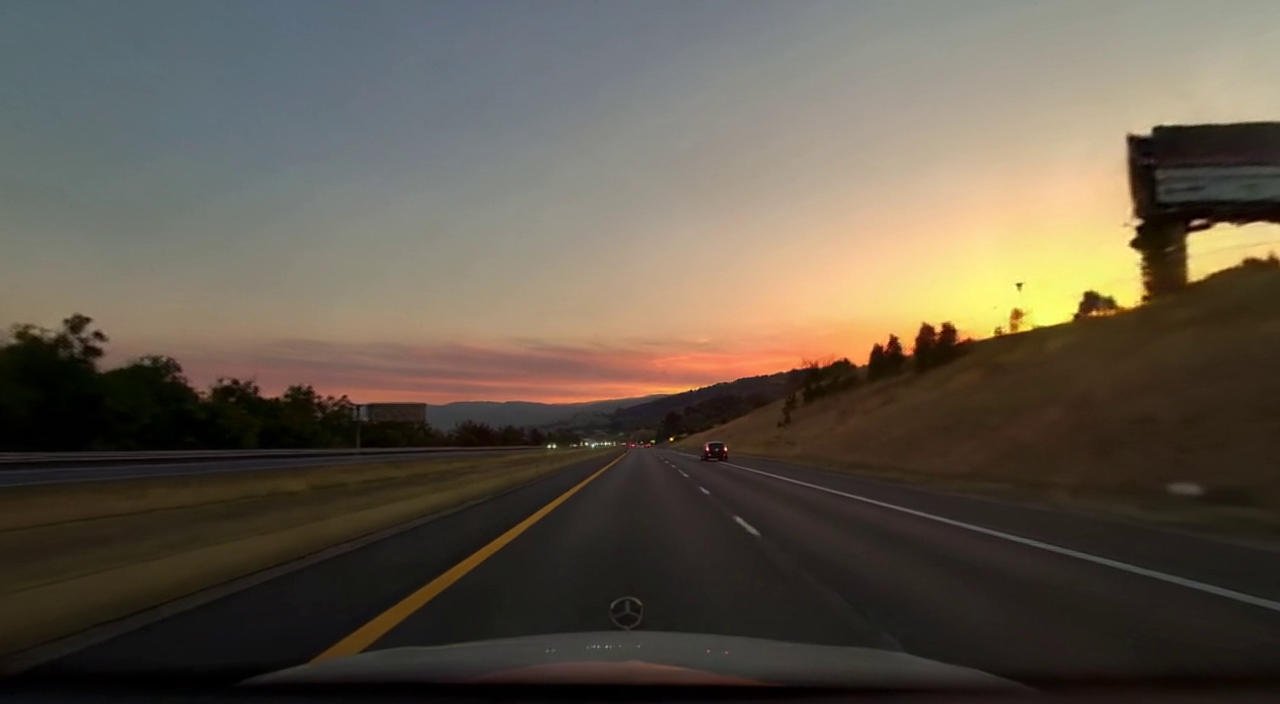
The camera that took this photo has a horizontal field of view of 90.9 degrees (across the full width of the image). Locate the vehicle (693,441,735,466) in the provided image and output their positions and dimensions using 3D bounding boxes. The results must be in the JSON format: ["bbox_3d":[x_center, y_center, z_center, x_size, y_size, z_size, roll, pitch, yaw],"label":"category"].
[{"bbox_3d":[4.572,6.331,39.552,2.012,1.476,4.256,0,-9,-2],"label":"vehicle"}]
